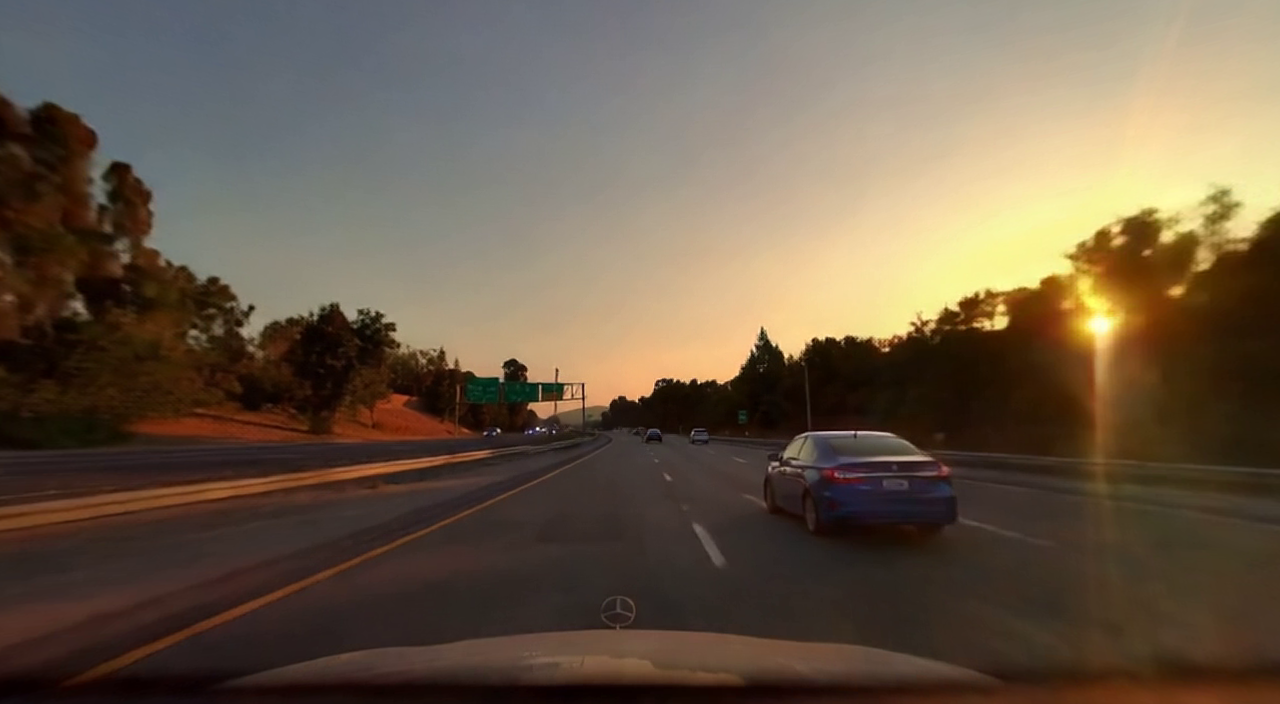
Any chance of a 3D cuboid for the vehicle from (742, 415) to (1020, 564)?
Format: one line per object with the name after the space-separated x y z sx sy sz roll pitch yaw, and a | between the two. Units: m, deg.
2.708 1.634 8.334 1.977 1.443 4.225 0 -8 -1 | vehicle
